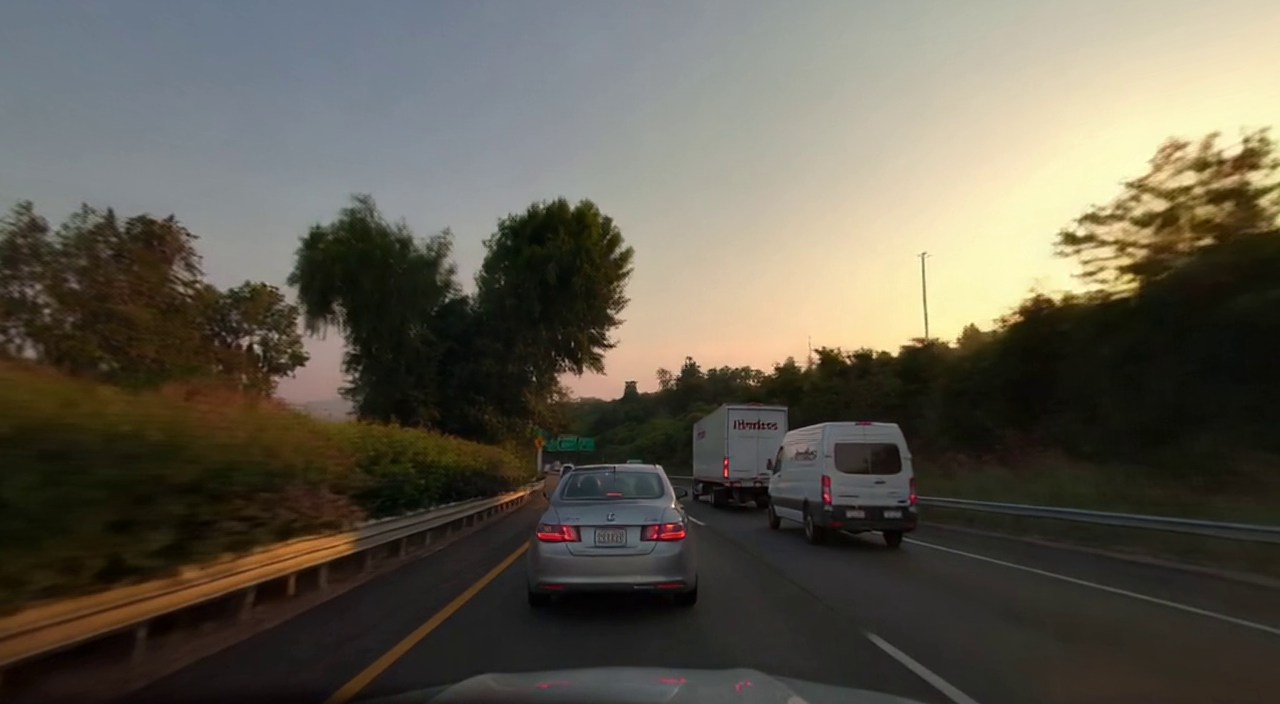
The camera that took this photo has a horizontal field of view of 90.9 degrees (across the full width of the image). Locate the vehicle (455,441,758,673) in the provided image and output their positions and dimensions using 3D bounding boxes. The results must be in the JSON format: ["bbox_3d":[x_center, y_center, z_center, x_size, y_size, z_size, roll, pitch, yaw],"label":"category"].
[{"bbox_3d":[-0.253,1.679,5.934,1.980,1.493,3.410,1,-11,-1],"label":"vehicle"}]

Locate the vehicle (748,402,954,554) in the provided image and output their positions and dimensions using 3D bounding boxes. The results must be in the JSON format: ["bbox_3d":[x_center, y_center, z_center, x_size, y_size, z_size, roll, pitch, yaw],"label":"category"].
[{"bbox_3d":[4.030,2.624,13.394,2.328,2.537,5.290,1,-11,-2],"label":"vehicle"}]
